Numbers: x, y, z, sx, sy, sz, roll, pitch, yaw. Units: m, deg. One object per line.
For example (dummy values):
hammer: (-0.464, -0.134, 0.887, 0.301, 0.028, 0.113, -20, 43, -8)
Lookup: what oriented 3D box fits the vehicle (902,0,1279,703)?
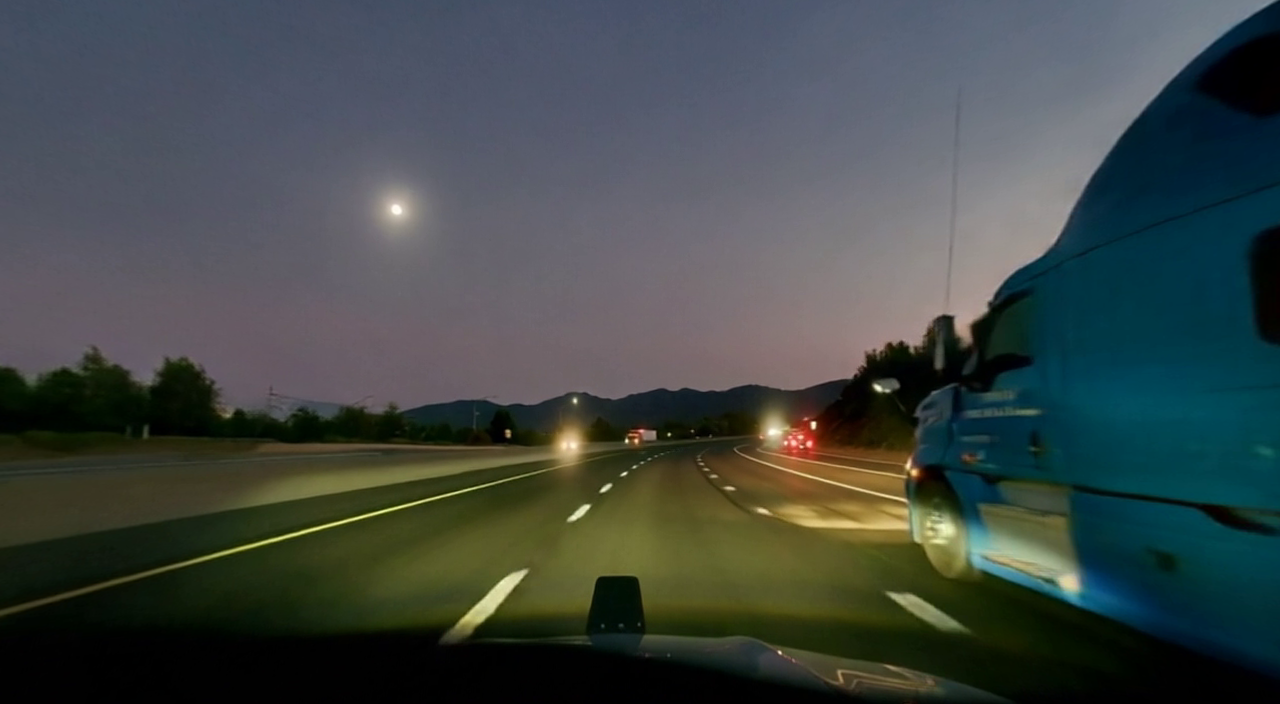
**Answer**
vehicle: (4.493, -0.245, 2.731, 2.997, 3.915, 8.330, 0, -8, 0)
